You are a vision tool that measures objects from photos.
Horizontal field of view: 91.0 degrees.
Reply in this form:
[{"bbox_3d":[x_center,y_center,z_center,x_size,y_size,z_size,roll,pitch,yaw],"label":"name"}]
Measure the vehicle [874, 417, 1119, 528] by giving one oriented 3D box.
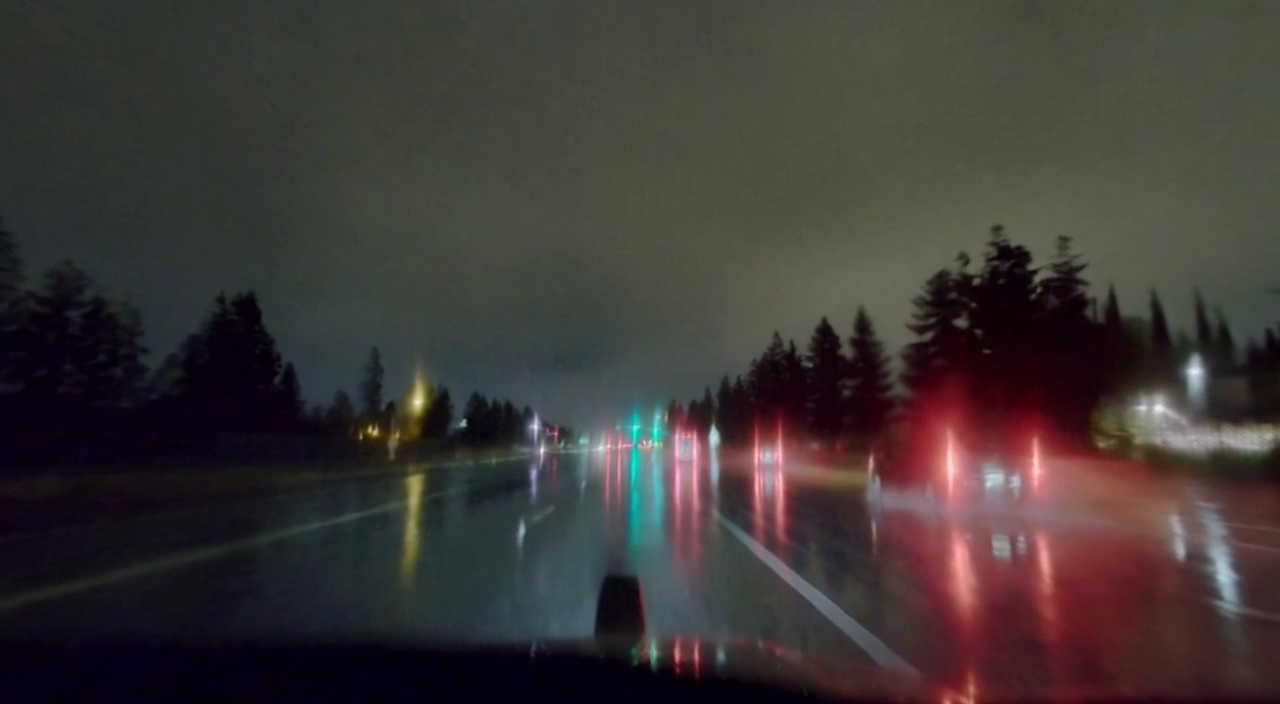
[{"bbox_3d":[6.626,2.289,12.515,2.096,1.767,4.601,0,-9,-1],"label":"vehicle"}]
